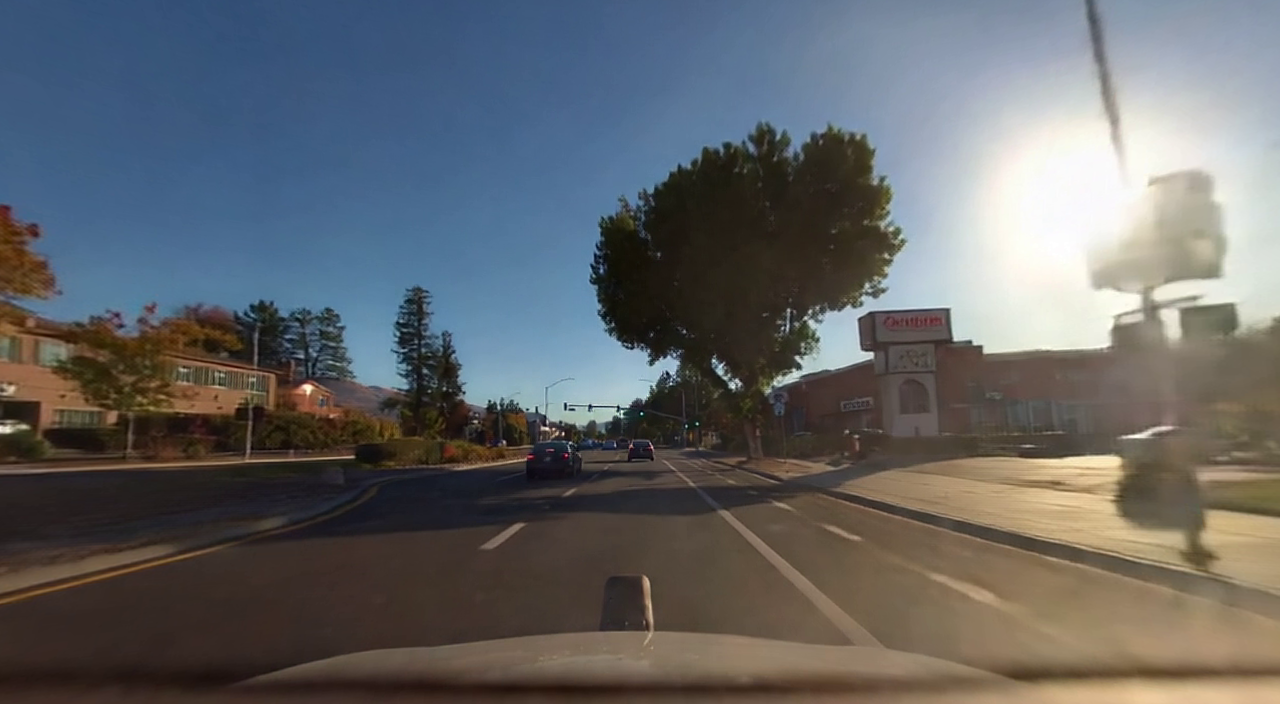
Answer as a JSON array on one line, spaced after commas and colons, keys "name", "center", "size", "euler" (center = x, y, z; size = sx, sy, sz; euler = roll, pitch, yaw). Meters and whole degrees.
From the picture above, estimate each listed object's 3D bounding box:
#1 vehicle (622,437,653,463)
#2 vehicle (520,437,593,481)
[{"name": "vehicle", "center": [-0.137, 6.977, 45.115], "size": [2.153, 1.764, 4.047], "euler": [0, -8, 1]}, {"name": "vehicle", "center": [-3.010, 3.971, 23.646], "size": [2.015, 1.470, 4.458], "euler": [0, -8, 2]}]
